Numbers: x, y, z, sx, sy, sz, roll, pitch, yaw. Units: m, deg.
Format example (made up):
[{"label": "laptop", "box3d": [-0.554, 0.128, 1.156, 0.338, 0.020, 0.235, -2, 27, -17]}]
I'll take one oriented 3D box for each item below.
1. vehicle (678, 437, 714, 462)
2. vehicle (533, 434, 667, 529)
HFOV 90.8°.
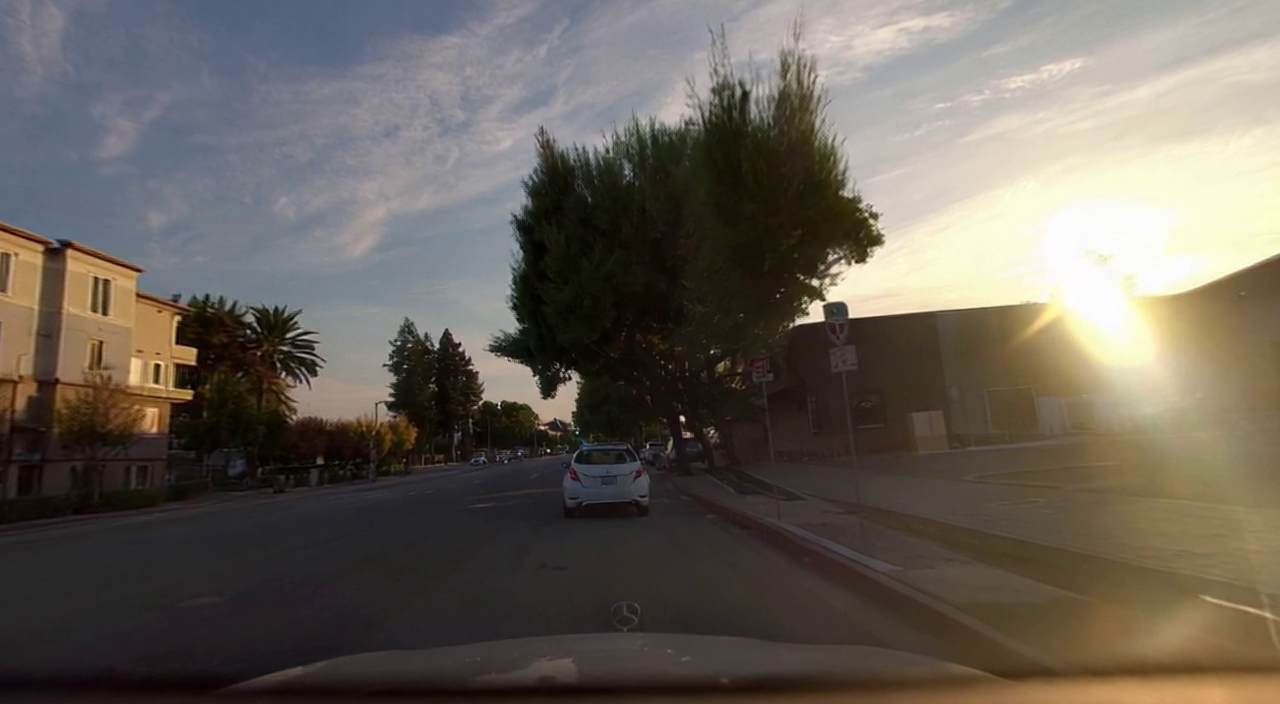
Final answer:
[{"label": "vehicle", "box3d": [3.467, 6.095, 39.641, 1.972, 1.484, 3.974, 0, -8, 1]}, {"label": "vehicle", "box3d": [-0.746, 2.378, 12.260, 2.116, 1.479, 4.358, 0, -8, -3]}]
